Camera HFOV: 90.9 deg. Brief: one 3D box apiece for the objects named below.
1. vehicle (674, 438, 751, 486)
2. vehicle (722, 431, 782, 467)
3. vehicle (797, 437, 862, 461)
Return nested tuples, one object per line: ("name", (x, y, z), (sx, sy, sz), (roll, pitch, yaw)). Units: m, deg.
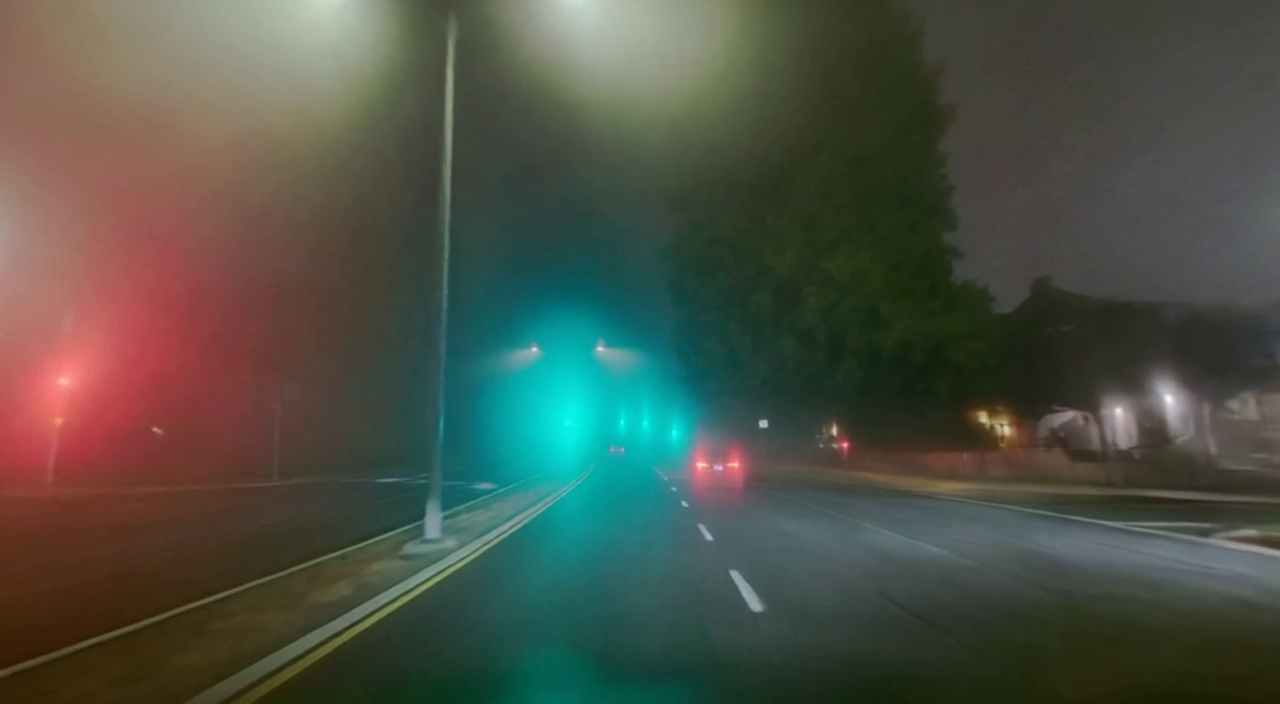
("vehicle", (2.370, 3.716, 21.595), (1.960, 1.479, 4.086), (0, -9, -3))
("vehicle", (6.220, 5.464, 35.622), (2.065, 1.861, 4.704), (1, -9, -6))
("vehicle", (12.083, 6.227, 40.460), (3.635, 1.482, 1.879), (-1, -9, 5))
